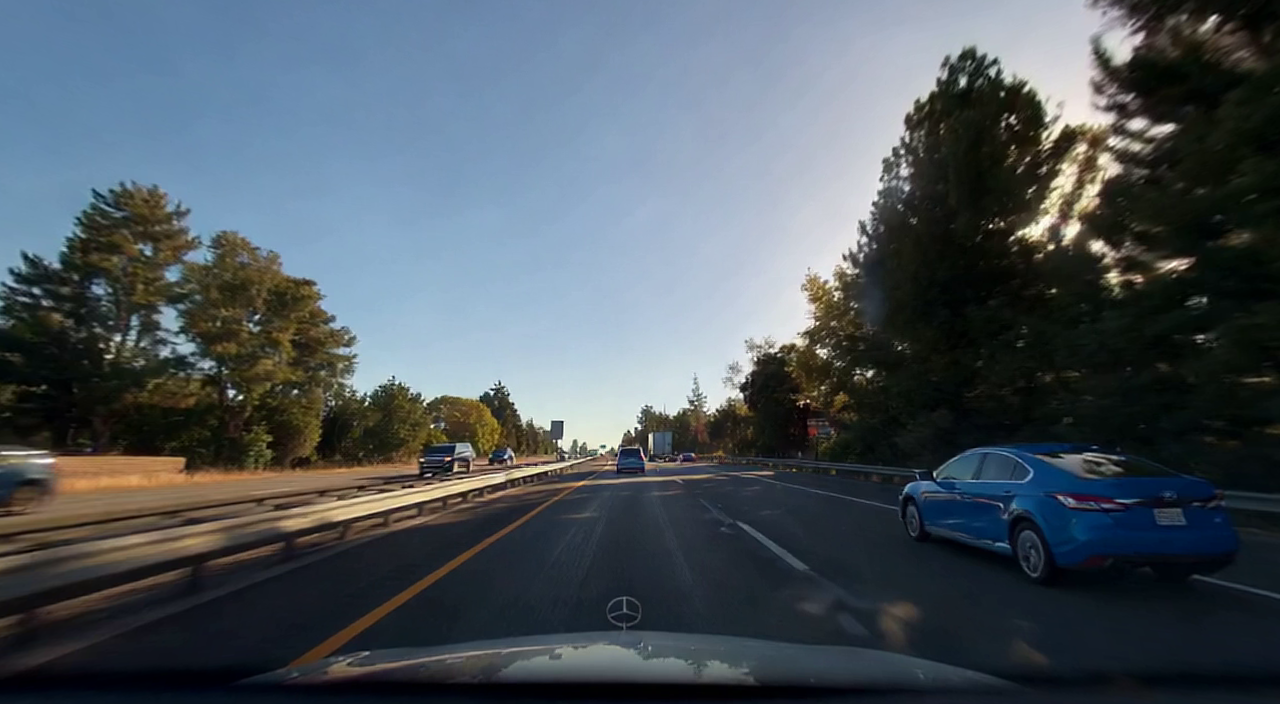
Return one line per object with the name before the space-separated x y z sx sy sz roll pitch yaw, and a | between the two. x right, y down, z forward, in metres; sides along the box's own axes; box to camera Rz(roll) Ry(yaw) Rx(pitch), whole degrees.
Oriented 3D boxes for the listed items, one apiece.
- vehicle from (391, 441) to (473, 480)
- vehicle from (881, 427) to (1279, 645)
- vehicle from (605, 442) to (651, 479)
vehicle | -9.209 4.832 28.341 2.125 1.566 4.460 0 -9 0
vehicle | 4.080 1.520 6.146 1.917 1.421 3.759 0 -9 -1
vehicle | -0.592 5.482 31.974 2.190 1.706 4.062 0 -9 -1
